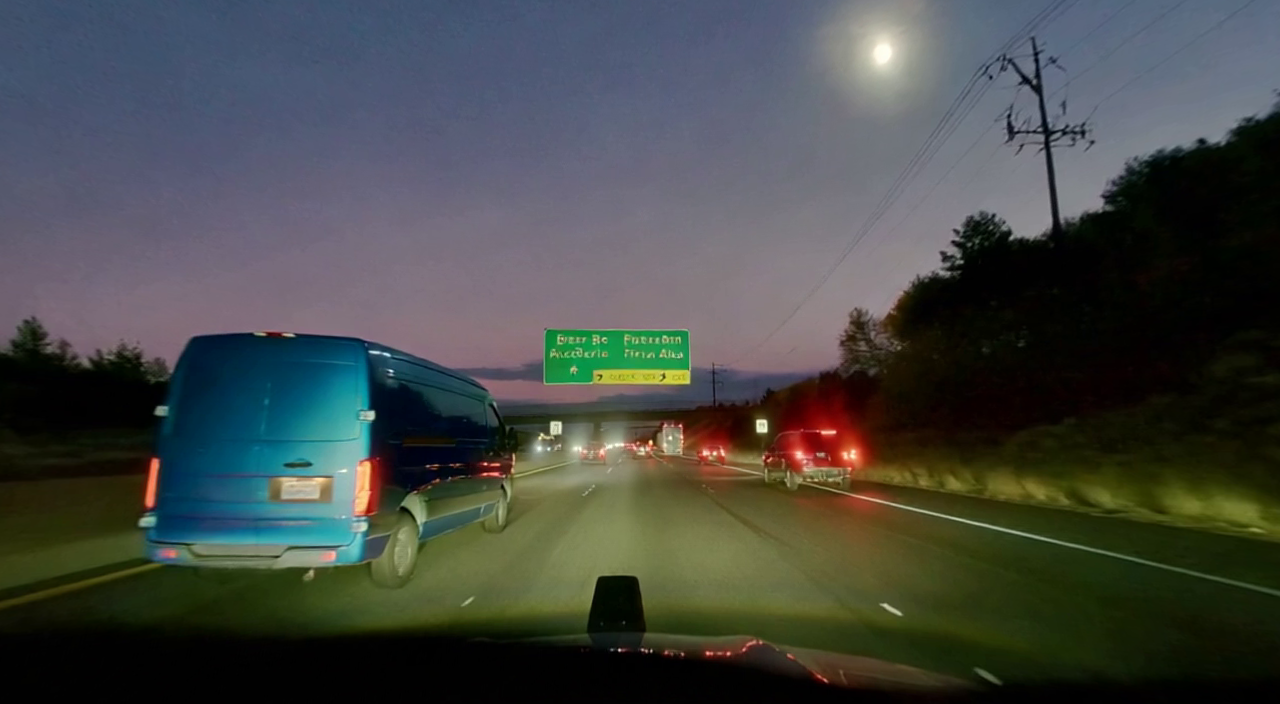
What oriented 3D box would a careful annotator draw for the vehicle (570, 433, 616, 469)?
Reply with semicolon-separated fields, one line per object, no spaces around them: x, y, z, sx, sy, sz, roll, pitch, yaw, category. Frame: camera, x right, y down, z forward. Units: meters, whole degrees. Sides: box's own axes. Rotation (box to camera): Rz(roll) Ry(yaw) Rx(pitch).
-2.772;6.090;38.631;2.334;2.051;4.900;0;-9;1;vehicle

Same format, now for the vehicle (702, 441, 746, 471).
4.916;6.149;37.360;1.936;1.664;4.198;0;-9;-1;vehicle

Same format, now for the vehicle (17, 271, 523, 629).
-3.206;1.127;7.585;2.451;2.627;5.868;0;-9;0;vehicle
